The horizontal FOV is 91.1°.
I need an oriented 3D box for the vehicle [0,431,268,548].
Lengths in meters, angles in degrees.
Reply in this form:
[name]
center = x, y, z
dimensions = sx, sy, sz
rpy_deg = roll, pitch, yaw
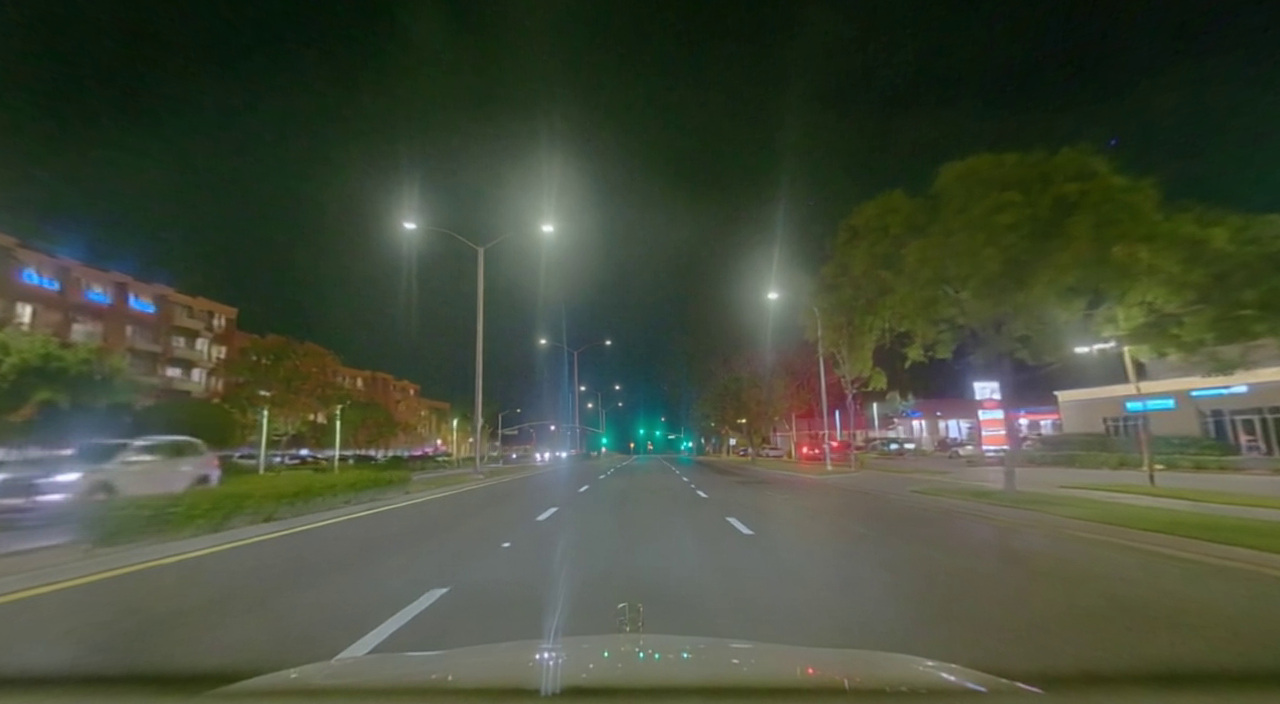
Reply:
[vehicle]
center = -8.828, 2.205, 10.817
dimensions = 1.961, 1.559, 4.480
rpy_deg = -1, -9, 2
